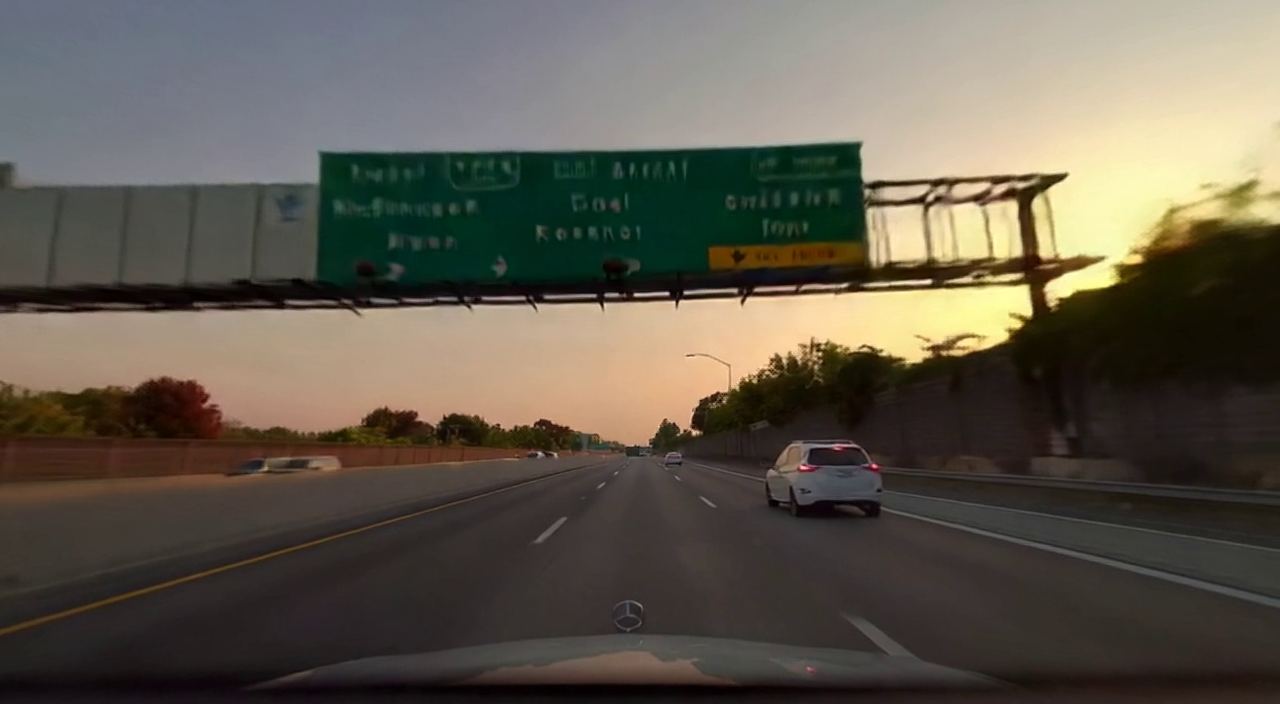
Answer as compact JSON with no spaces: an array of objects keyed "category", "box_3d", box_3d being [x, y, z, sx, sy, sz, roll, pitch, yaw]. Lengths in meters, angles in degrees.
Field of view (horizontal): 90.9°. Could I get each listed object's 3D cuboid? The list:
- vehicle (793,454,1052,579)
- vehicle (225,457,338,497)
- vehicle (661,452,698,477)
[{"category":"vehicle","box_3d":[3.518,2.076,8.645,1.883,1.320,3.386,0,-9,-2]},{"category":"vehicle","box_3d":[-15.059,5.243,26.815,1.960,1.474,4.630,-1,-9,2]},{"category":"vehicle","box_3d":[2.356,6.867,38.729,2.065,1.400,4.028,0,-9,0]}]
